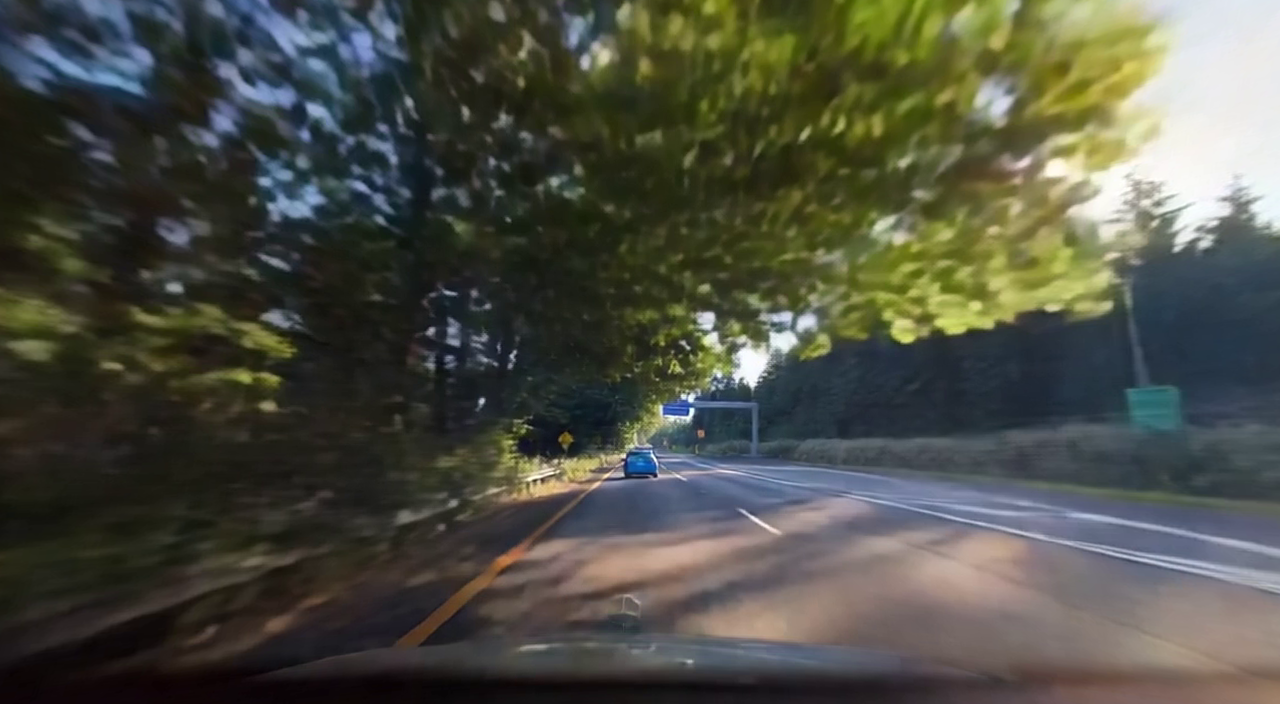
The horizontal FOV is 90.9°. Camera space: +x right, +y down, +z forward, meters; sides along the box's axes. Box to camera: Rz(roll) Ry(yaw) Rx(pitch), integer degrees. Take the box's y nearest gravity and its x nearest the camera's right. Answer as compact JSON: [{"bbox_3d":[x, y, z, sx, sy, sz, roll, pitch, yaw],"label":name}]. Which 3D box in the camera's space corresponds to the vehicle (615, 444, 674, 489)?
[{"bbox_3d":[0.136,4.323,24.122,2.069,1.523,4.012,0,-9,-1],"label":"vehicle"}]
